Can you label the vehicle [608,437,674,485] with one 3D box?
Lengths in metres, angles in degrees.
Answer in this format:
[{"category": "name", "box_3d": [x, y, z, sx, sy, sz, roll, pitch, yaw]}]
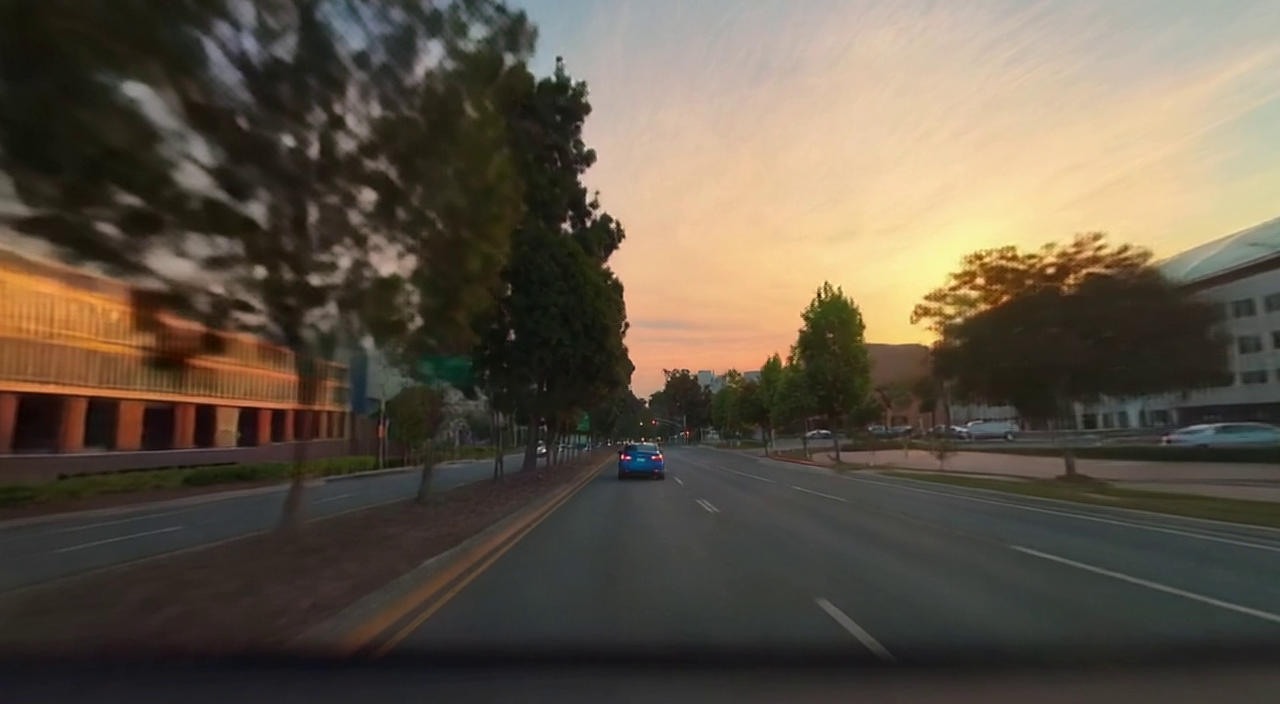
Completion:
[{"category": "vehicle", "box_3d": [-0.007, 3.730, 21.990, 2.042, 1.479, 4.601, 0, -8, -1]}]
